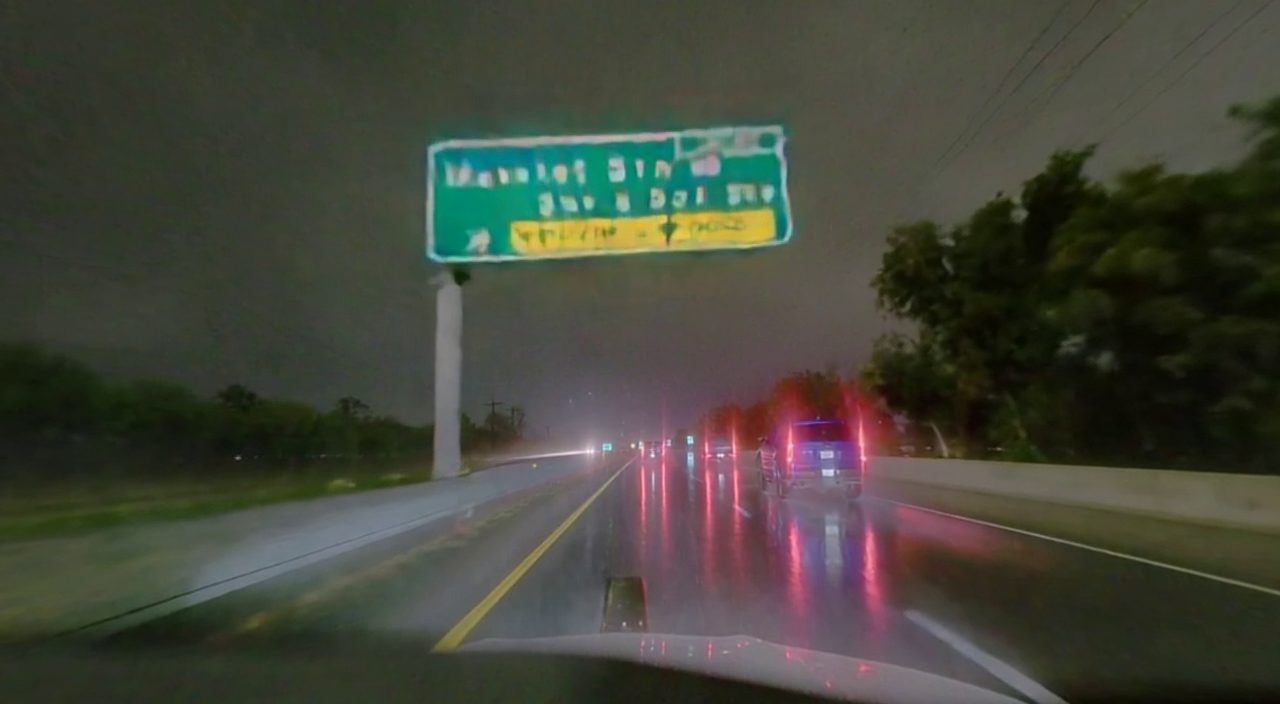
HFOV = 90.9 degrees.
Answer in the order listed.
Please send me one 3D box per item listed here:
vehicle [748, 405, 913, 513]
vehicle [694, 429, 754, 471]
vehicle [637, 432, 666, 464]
[{"bbox_3d":[4.117,2.438,14.758,2.145,2.069,5.057,0,-8,-1],"label":"vehicle"},{"bbox_3d":[4.567,5.460,35.253,2.594,2.155,5.670,0,-8,0],"label":"vehicle"},{"bbox_3d":[0.803,7.333,48.065,2.099,2.260,4.899,0,-8,0],"label":"vehicle"}]
